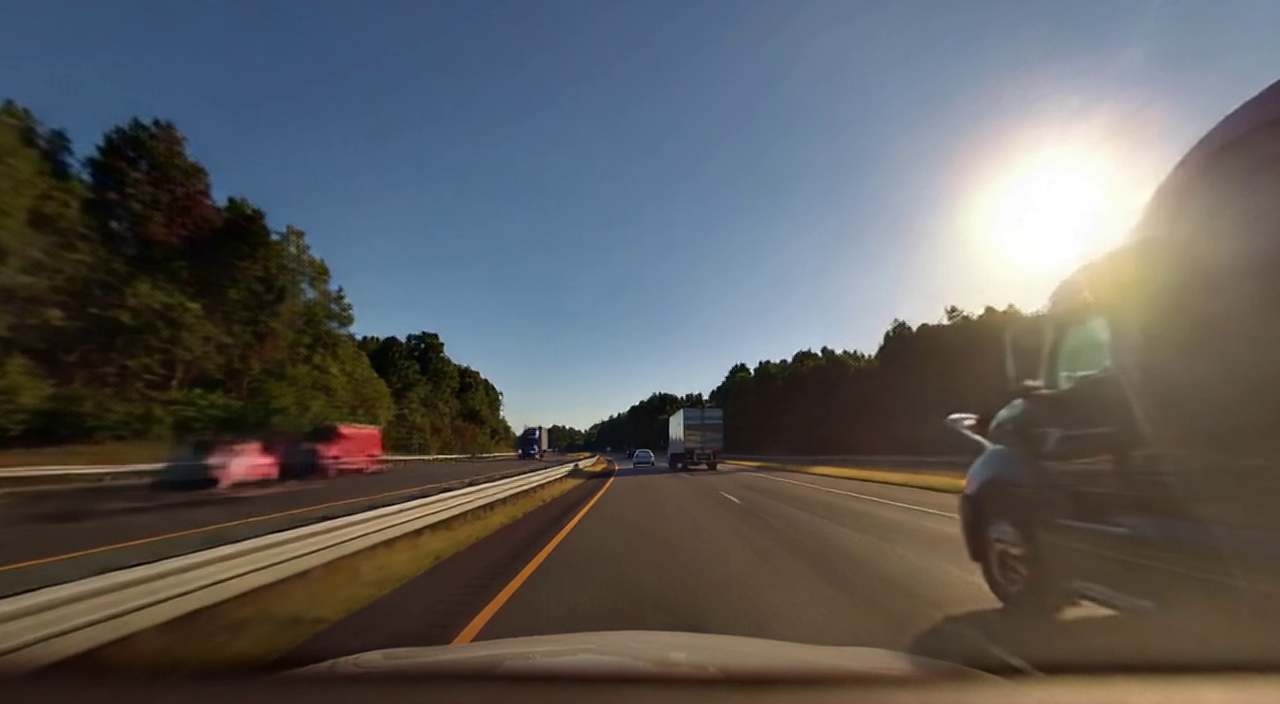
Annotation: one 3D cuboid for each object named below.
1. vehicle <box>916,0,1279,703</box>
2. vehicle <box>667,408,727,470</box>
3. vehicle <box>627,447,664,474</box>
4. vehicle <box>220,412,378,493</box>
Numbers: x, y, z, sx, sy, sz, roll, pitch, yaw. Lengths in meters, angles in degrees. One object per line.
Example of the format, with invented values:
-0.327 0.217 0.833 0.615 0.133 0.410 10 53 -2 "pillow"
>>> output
4.426 -0.109 3.462 3.036 3.833 5.892 0 -9 0 "vehicle"
4.131 6.947 49.447 2.883 4.057 14.579 0 -9 -2 "vehicle"
0.285 6.486 37.757 2.051 1.513 4.511 0 -9 -1 "vehicle"
-12.389 3.748 23.630 2.410 2.596 6.043 0 -9 1 "vehicle"
